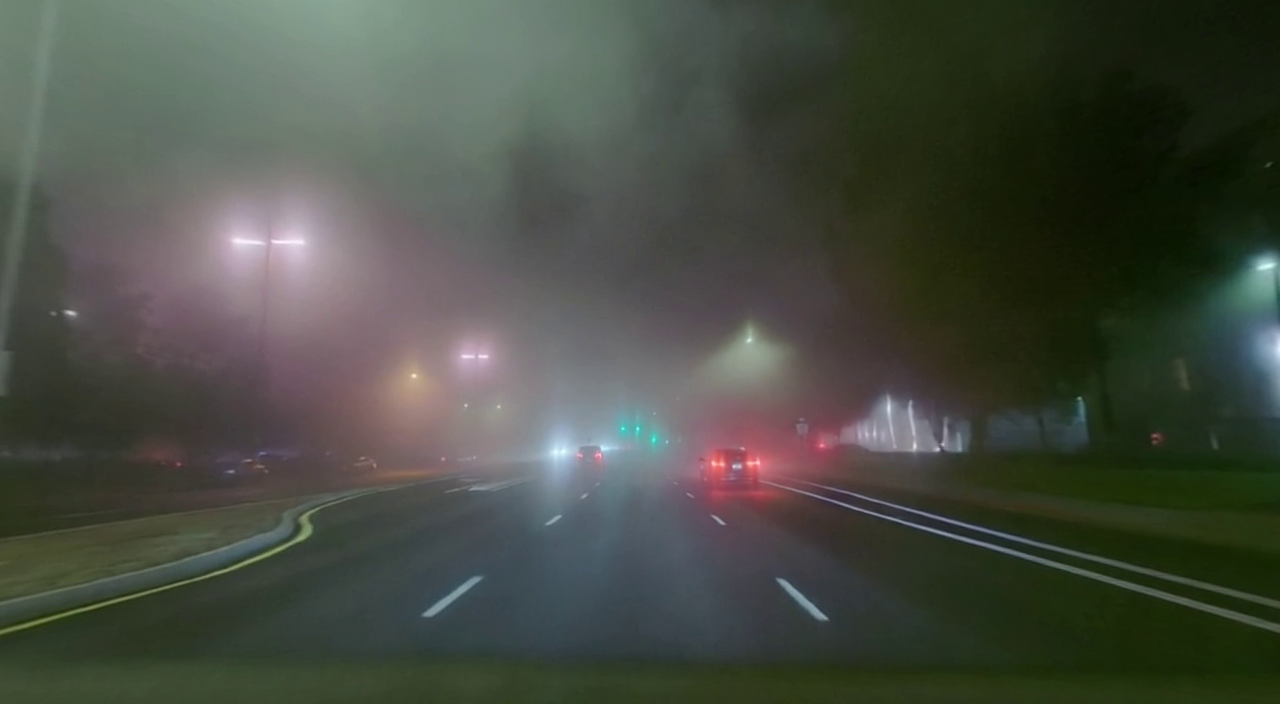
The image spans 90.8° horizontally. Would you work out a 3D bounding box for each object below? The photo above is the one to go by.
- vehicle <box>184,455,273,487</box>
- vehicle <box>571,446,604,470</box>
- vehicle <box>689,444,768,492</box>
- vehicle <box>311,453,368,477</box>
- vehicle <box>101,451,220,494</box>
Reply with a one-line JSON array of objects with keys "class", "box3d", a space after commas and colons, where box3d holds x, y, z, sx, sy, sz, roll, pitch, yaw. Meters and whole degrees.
[{"class": "vehicle", "box3d": [-22.586, 6.526, 34.907, 1.818, 1.588, 4.708, 0, -9, -1]}, {"class": "vehicle", "box3d": [-3.665, 7.458, 44.664, 1.935, 1.617, 4.045, -1, -9, 0]}, {"class": "vehicle", "box3d": [2.934, 3.950, 21.863, 1.966, 1.449, 4.290, 0, -9, -2]}, {"class": "vehicle", "box3d": [-22.419, 8.431, 47.285, 1.926, 1.681, 4.601, -1, -9, 1]}, {"class": "vehicle", "box3d": [-22.404, 5.594, 29.794, 1.995, 1.801, 4.711, 0, -9, -2]}]
